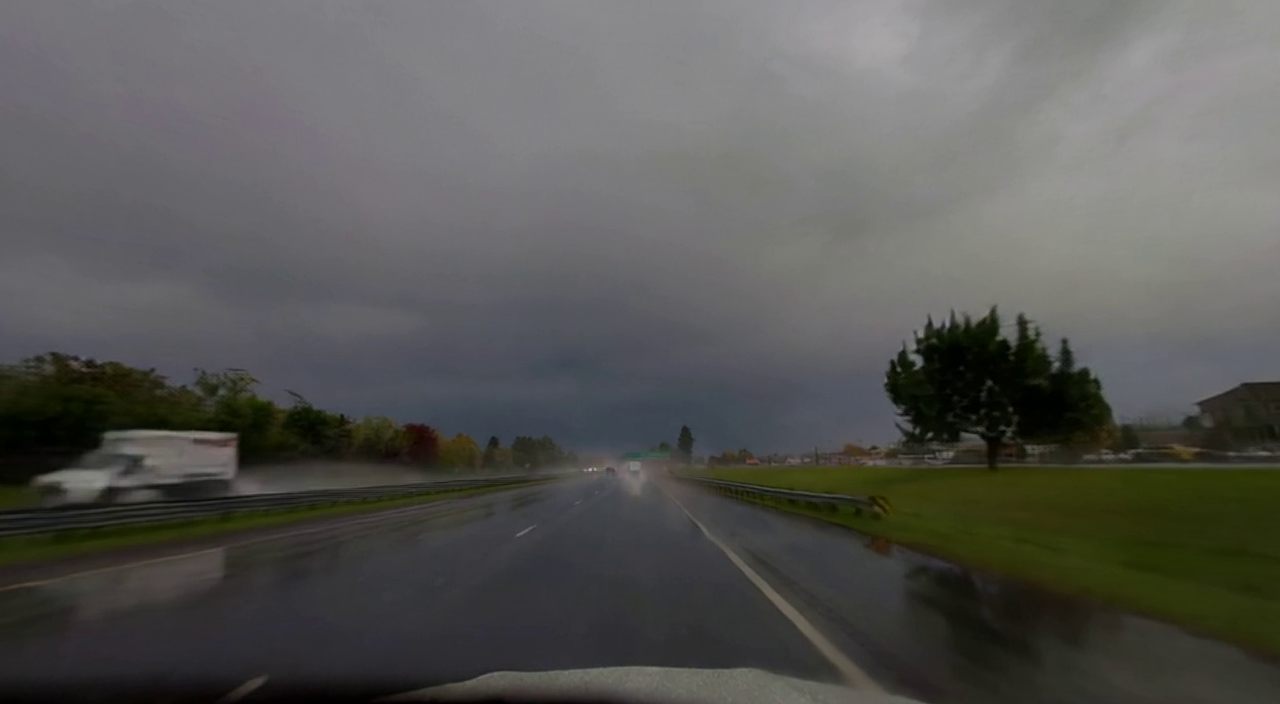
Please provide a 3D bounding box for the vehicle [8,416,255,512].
[{"bbox_3d":[-17.745,4.078,22.935,2.657,2.861,7.458,1,-11,0],"label":"vehicle"}]
